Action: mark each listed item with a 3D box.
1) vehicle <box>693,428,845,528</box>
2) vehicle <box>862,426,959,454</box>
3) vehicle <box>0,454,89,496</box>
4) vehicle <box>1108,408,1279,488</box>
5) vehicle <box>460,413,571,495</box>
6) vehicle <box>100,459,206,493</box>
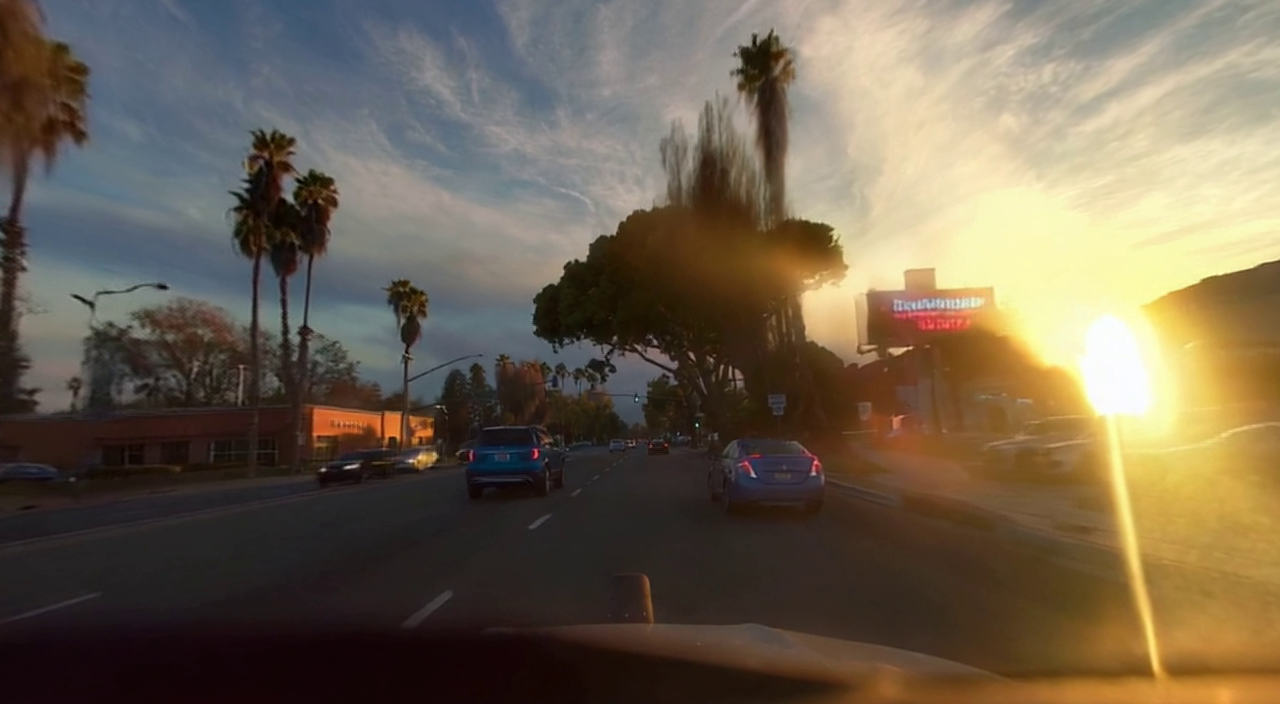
[{"bbox_3d":[2.117,2.227,11.715,1.919,1.472,4.470,0,-9,0],"label":"vehicle"},{"bbox_3d":[15.138,4.994,35.522,4.680,1.506,2.017,-3,-9,14],"label":"vehicle"},{"bbox_3d":[-26.820,5.221,26.970,4.667,1.680,2.082,7,-11,-39],"label":"vehicle"},{"bbox_3d":[11.708,1.857,12.201,1.874,1.386,3.745,6,-11,-35],"label":"vehicle"},{"bbox_3d":[-3.305,2.867,17.823,2.152,1.987,4.527,0,-9,1],"label":"vehicle"},{"bbox_3d":[-26.664,6.743,34.583,4.343,1.452,2.097,4,-11,-44],"label":"vehicle"}]
